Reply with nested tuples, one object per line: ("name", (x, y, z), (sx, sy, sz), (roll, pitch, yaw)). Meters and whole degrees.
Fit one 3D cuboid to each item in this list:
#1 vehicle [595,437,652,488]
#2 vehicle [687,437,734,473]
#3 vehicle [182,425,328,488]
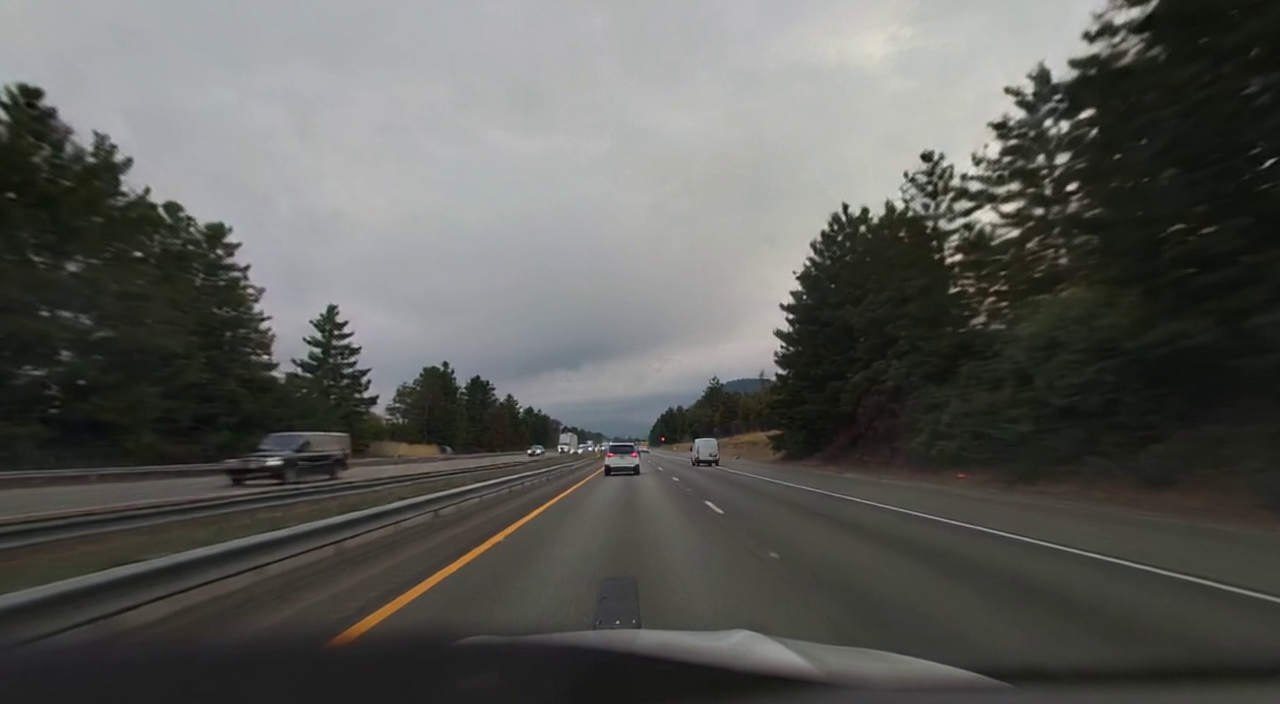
("vehicle", (-0.566, 4.129, 23.665), (1.963, 1.711, 4.284), (0, -9, 0))
("vehicle", (4.006, 5.969, 36.486), (2.179, 1.930, 4.538), (0, -9, -1))
("vehicle", (-13.515, 3.711, 22.487), (2.153, 1.980, 4.811), (0, -9, 0))
